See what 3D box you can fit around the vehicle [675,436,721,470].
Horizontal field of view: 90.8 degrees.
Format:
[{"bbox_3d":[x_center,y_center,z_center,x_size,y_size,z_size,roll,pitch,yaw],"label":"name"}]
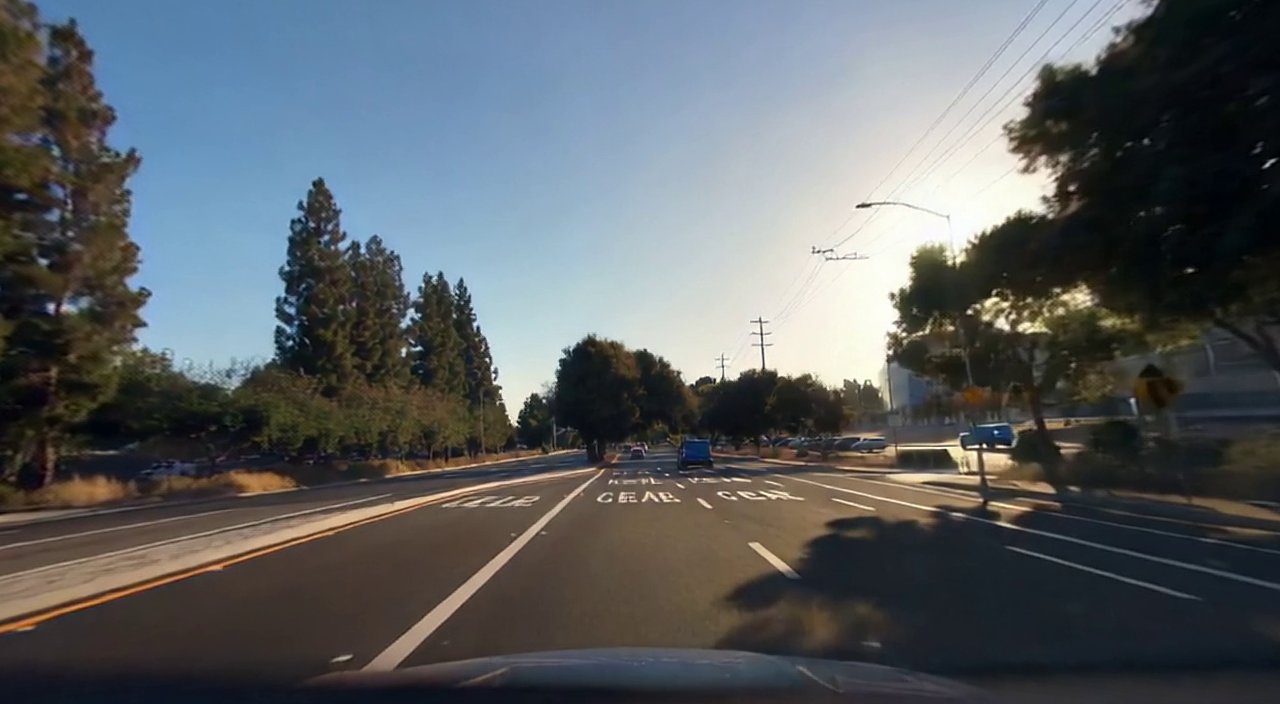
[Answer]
[{"bbox_3d":[3.257,5.762,36.332,2.086,1.803,4.607,0,-8,-2],"label":"vehicle"}]
